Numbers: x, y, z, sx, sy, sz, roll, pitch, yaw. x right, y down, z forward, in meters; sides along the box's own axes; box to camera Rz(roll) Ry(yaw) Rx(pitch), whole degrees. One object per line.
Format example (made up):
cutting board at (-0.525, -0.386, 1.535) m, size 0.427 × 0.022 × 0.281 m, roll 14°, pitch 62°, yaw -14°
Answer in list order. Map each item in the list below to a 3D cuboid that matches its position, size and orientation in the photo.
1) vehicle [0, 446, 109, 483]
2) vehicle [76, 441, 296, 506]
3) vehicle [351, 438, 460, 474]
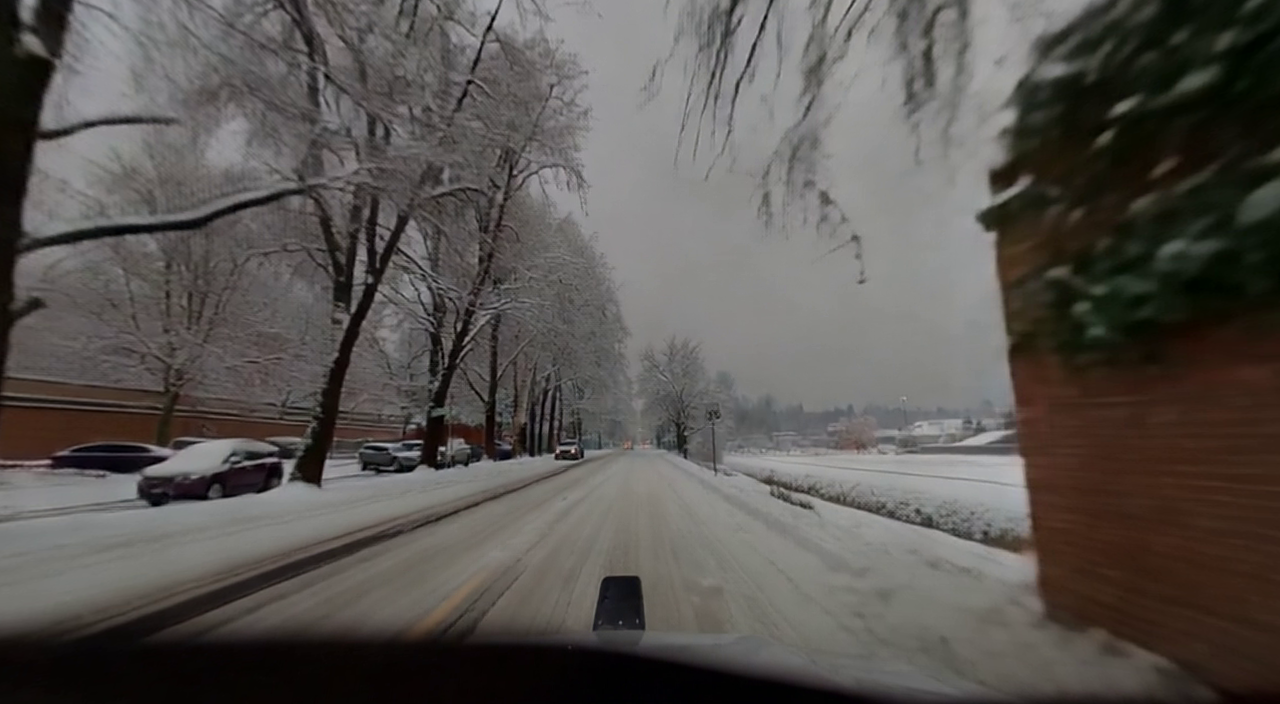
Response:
vehicle at (-26.879, 4.960, 28.071) m, size 4.736 × 1.516 × 1.937 m, roll 0°, pitch -8°, yaw 0°
vehicle at (-13.184, 3.519, 18.609) m, size 4.870 × 1.767 × 2.120 m, roll -1°, pitch -8°, yaw 2°
vehicle at (-13.585, 6.074, 36.887) m, size 5.428 × 1.908 × 2.196 m, roll 1°, pitch -8°, yaw -1°
